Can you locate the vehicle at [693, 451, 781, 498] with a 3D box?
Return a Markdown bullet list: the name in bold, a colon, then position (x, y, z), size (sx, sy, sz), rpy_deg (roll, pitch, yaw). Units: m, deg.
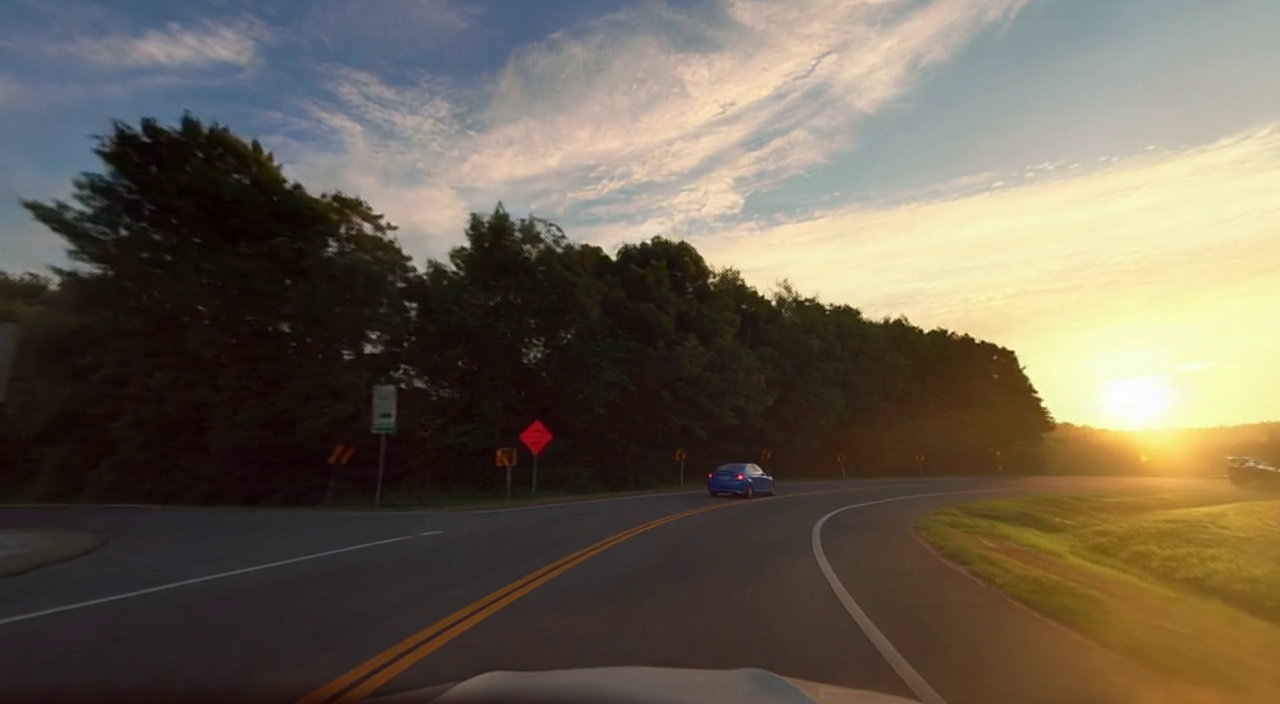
- **vehicle**: position (4.001, 4.905, 25.371), size (1.997, 1.692, 4.422), rpy_deg (-5, -12, 30)
